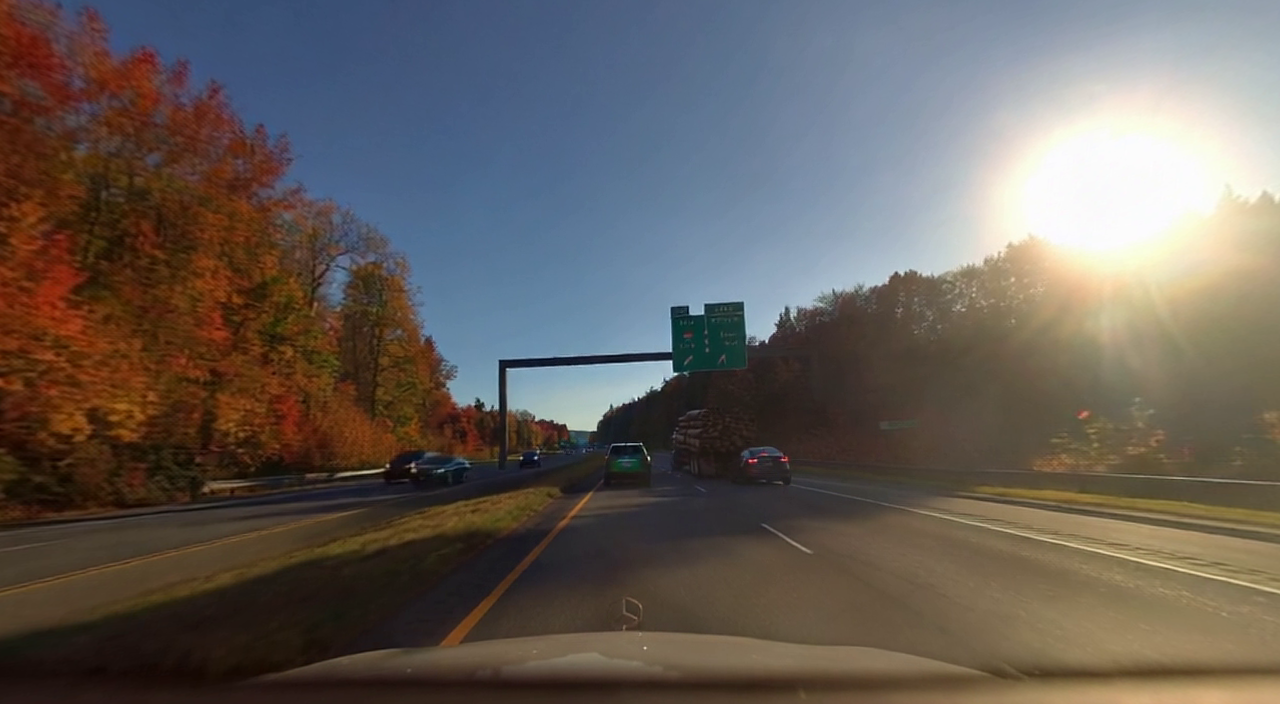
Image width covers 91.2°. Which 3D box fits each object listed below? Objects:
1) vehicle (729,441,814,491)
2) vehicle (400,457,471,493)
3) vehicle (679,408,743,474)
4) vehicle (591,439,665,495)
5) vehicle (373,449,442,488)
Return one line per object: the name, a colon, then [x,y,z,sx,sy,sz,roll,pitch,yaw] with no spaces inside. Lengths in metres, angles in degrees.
vehicle: [4.772,4.192,23.461,2.057,1.660,4.525,0,-9,-2]
vehicle: [-9.514,5.728,29.525,1.859,1.489,4.299,-1,-9,0]
vehicle: [4.514,5.947,41.835,3.125,3.895,8.461,0,-9,-1]
vehicle: [-0.397,3.842,21.262,2.263,1.699,3.936,0,-9,-1]
vehicle: [-13.379,6.691,36.400,2.215,2.079,4.694,0,-9,0]
